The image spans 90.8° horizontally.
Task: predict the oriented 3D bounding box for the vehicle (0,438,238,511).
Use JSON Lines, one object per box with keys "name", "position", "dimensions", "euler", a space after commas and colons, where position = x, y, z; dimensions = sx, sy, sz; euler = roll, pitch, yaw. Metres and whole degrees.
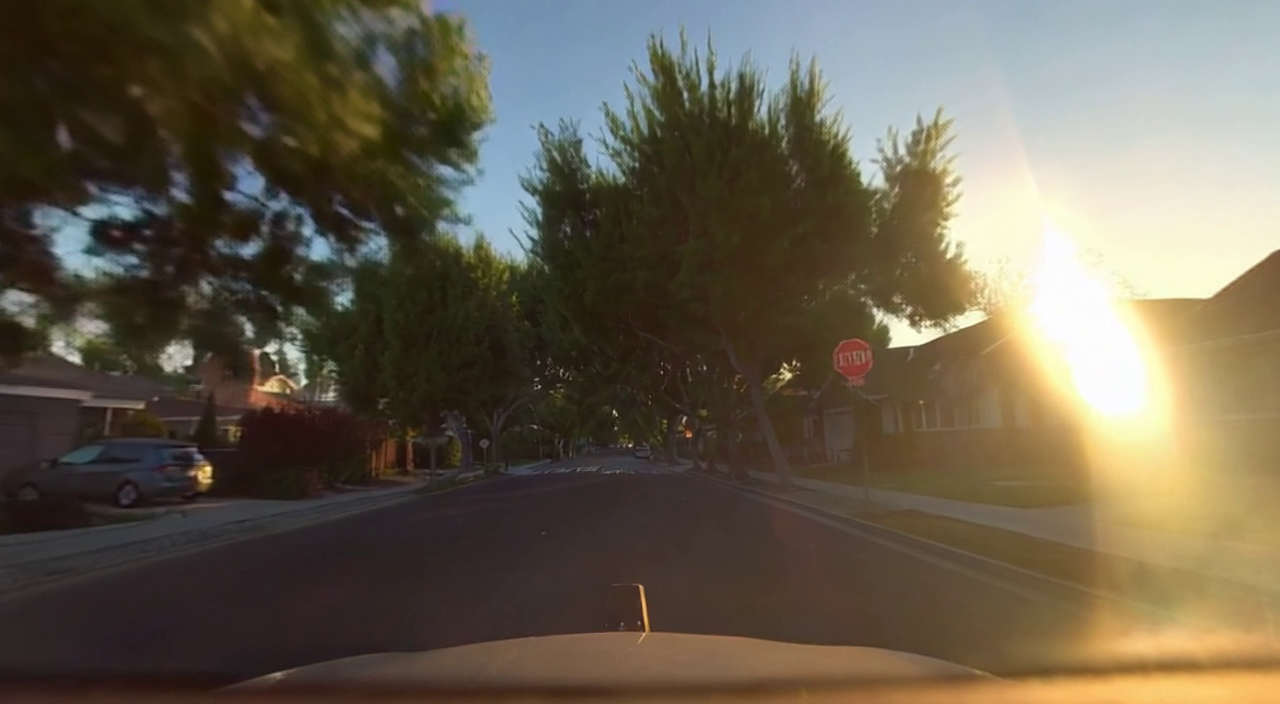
{"name": "vehicle", "position": [-14.363, 3.354, 17.599], "dimensions": [4.809, 1.865, 2.093], "euler": [0, -9, -2]}
